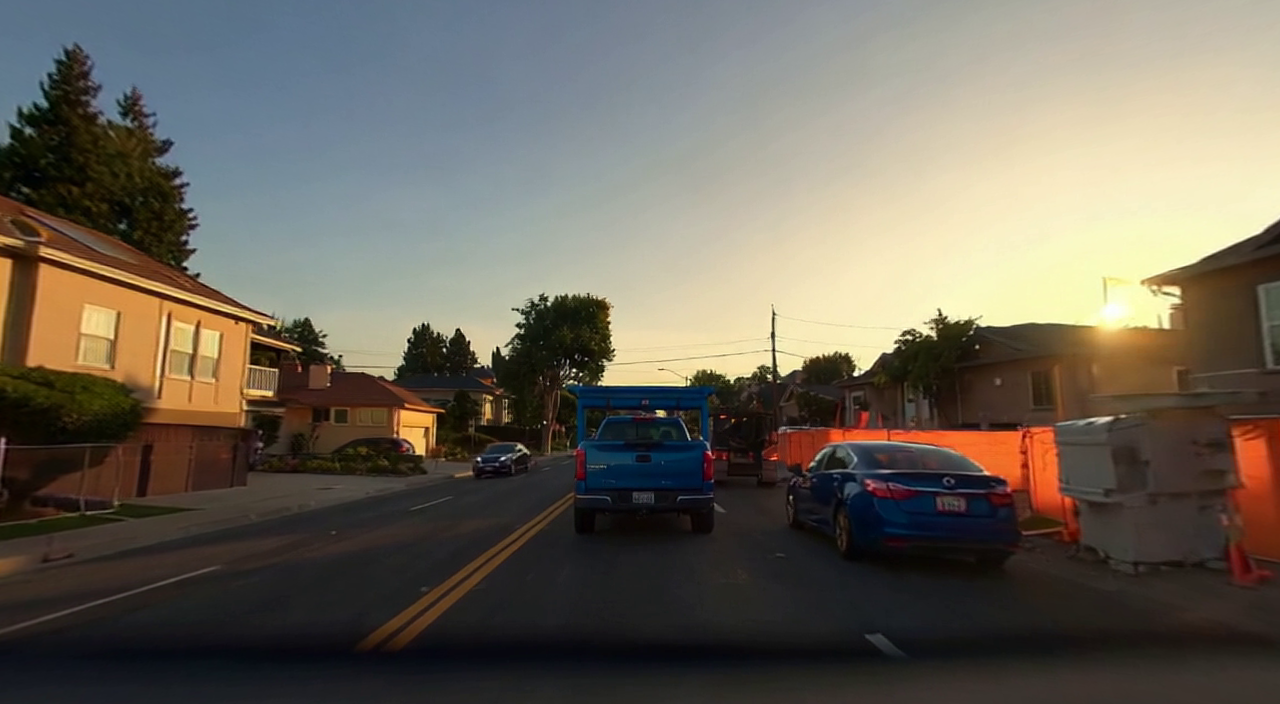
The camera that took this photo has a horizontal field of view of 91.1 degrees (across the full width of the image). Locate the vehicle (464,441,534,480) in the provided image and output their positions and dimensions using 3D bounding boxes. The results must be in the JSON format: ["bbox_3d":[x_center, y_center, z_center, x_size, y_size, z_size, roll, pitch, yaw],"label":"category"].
[{"bbox_3d":[-6.022,4.692,27.419,1.953,1.528,4.492,0,-8,1],"label":"vehicle"}]

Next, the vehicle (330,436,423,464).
[{"bbox_3d":[-15.040,5.616,36.019,4.490,1.500,1.875,0,-8,-2],"label":"vehicle"}]

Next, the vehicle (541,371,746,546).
[{"bbox_3d":[0.074,1.906,11.742,2.751,2.361,6.347,0,-8,0],"label":"vehicle"}]

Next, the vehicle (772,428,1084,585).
[{"bbox_3d":[3.273,1.833,8.386,2.010,1.499,4.481,0,-8,0],"label":"vehicle"}]

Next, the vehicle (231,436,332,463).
[{"bbox_3d":[-20.345,5.525,35.724,4.706,1.468,1.817,-1,-8,3],"label":"vehicle"}]
